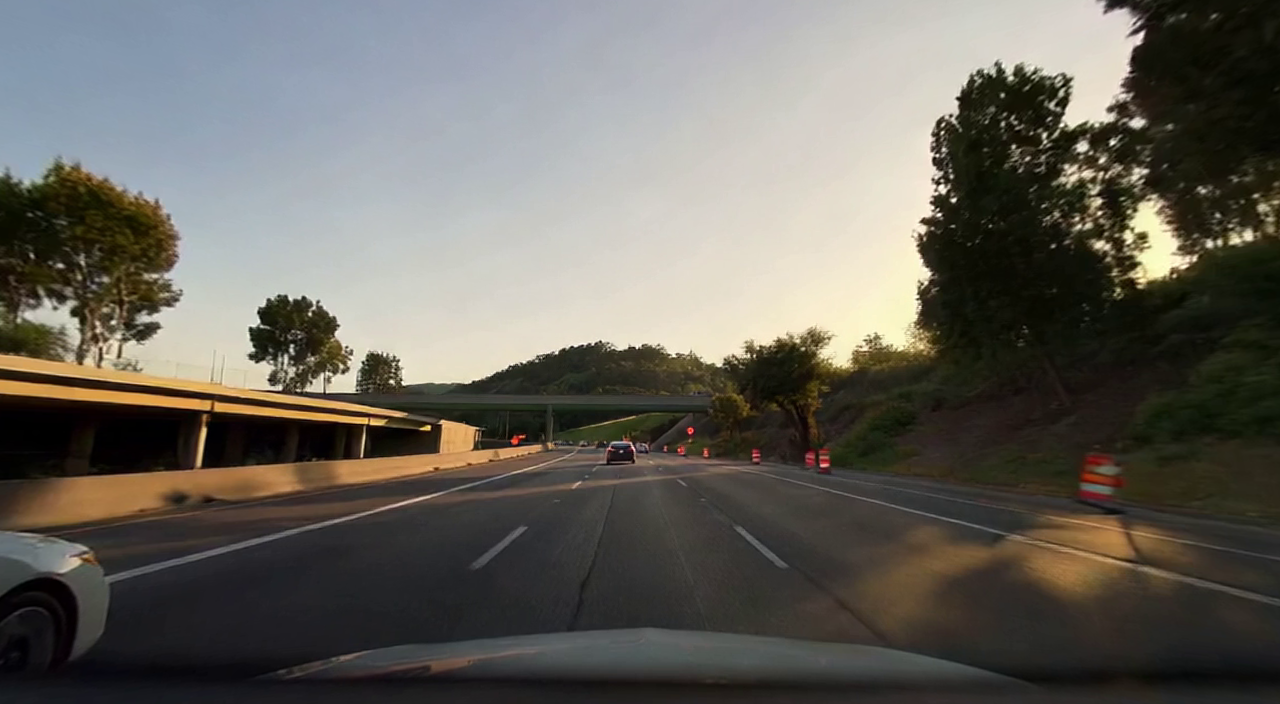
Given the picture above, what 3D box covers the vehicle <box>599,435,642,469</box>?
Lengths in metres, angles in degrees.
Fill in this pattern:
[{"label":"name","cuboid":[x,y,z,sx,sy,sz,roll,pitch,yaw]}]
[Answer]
[{"label":"vehicle","cuboid":[-1.175,5.736,36.217,2.328,1.805,4.502,0,-8,-3]}]
